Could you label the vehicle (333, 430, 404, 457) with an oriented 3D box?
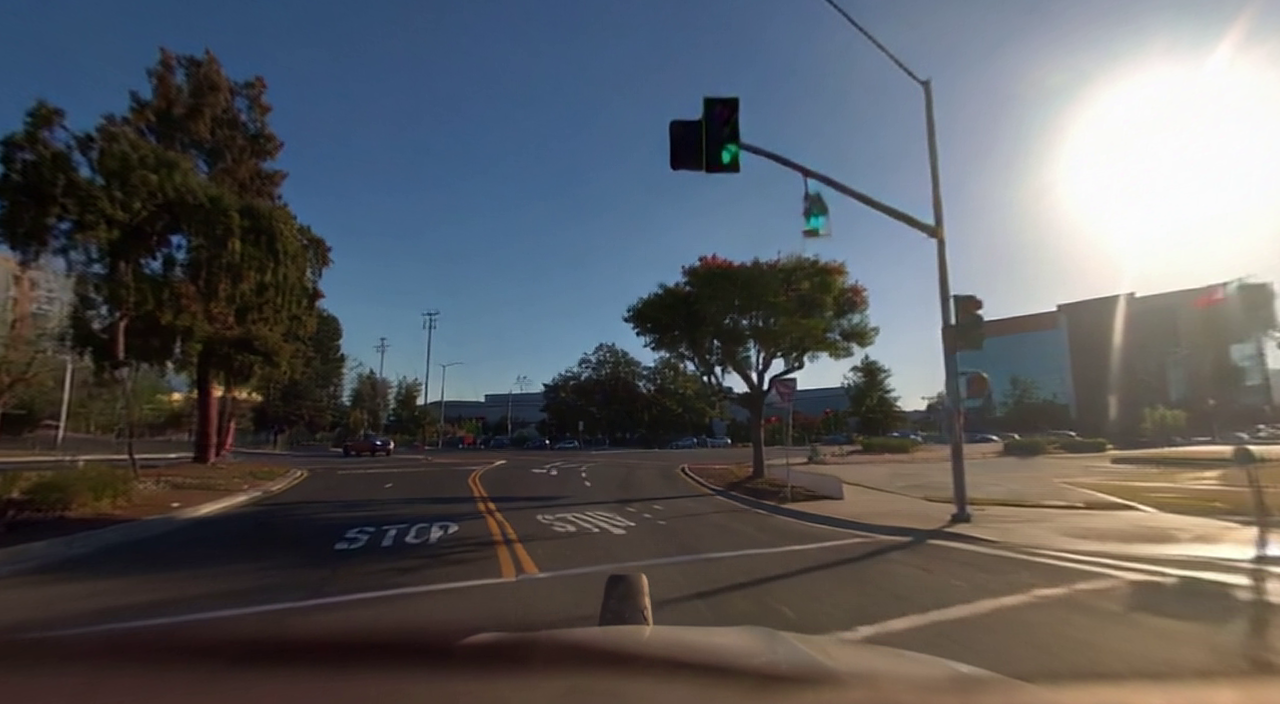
[{"bbox_3d":[-20.592,6.993,47.728,5.570,1.923,2.336,-6,-11,35],"label":"vehicle"}]
